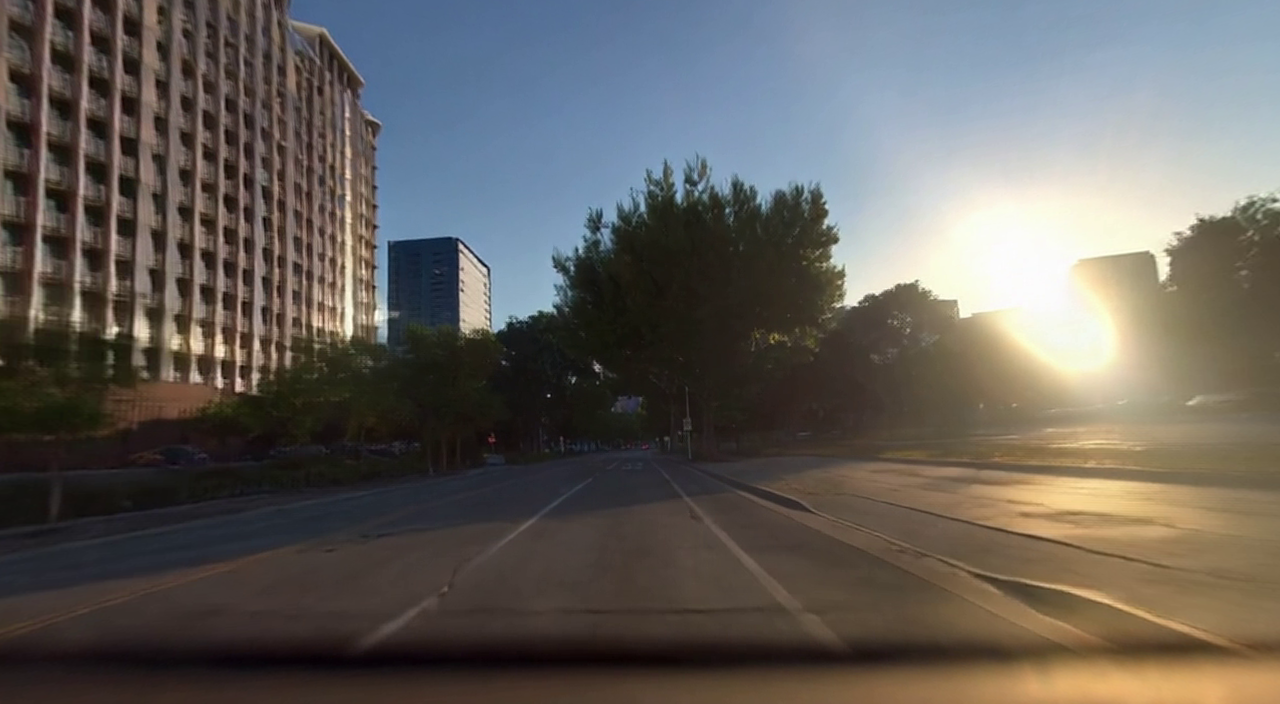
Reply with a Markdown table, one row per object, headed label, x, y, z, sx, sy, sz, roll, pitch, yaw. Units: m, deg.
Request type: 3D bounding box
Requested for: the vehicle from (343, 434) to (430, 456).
| label | x | y | z | sx | sy | sz | roll | pitch | yaw |
| --- | --- | --- | --- | --- | --- | --- | --- | --- | --- |
| vehicle | -19.728 | 7.281 | 49.264 | 5.962 | 1.458 | 1.711 | 1 | -10 | 3 |
